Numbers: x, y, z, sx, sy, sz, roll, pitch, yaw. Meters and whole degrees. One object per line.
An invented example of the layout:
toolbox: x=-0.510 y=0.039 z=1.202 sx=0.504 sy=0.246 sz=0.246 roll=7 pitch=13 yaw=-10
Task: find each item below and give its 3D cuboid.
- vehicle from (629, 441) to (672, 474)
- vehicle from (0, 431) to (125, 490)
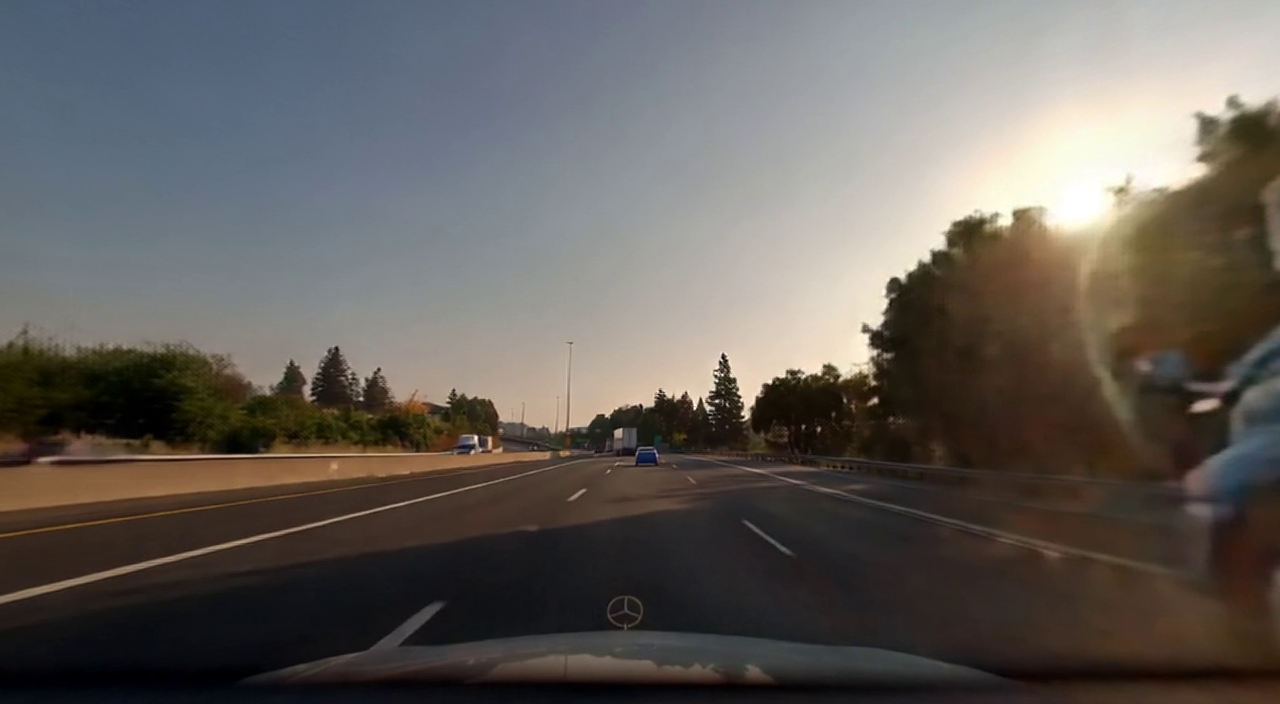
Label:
vehicle: x=0.451 y=5.246 z=31.641 sx=2.042 sy=1.528 sz=4.300 roll=0 pitch=-8 yaw=-1
vehicle: x=-17.882 y=3.115 z=18.373 sx=1.885 sy=1.542 sz=4.520 roll=0 pitch=-8 yaw=1
